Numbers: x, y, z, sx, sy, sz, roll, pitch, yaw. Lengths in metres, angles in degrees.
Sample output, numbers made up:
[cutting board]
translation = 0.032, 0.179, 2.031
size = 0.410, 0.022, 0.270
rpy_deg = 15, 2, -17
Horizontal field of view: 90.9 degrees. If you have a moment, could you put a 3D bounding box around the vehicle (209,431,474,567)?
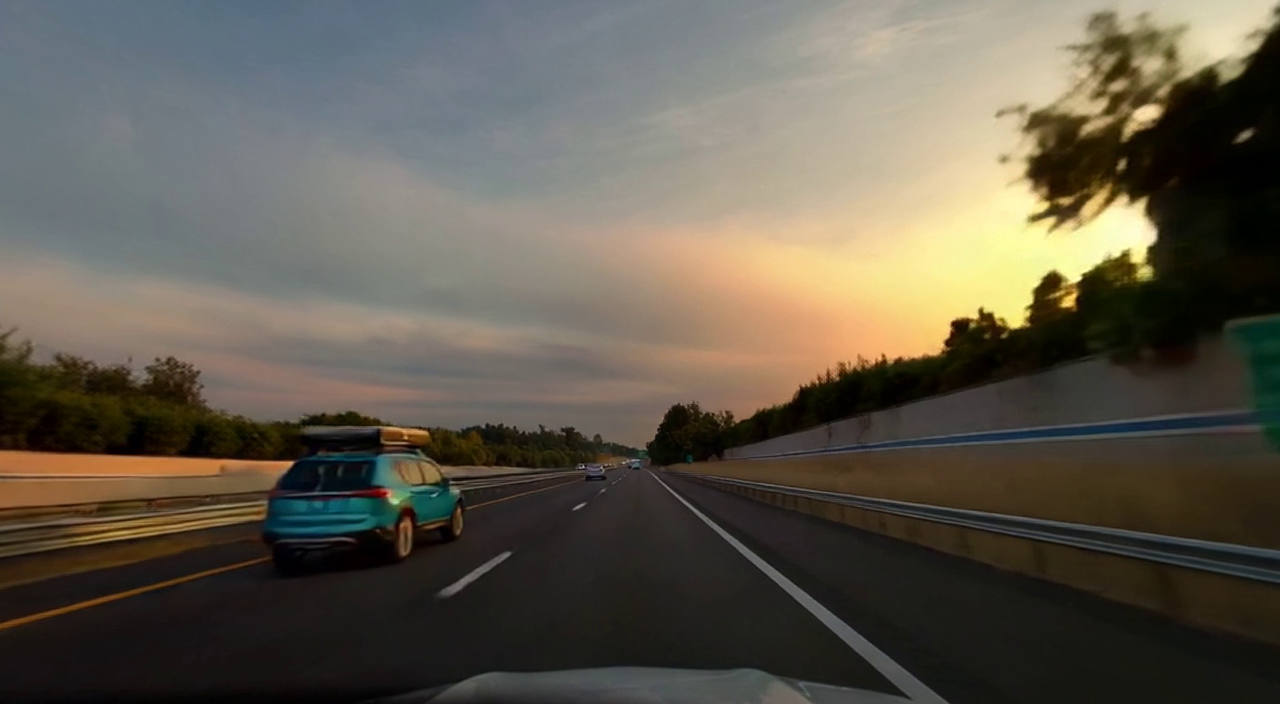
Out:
[vehicle]
translation = -4.292, 2.226, 10.051
size = 2.022, 1.650, 4.331
rpy_deg = 1, -11, 0
